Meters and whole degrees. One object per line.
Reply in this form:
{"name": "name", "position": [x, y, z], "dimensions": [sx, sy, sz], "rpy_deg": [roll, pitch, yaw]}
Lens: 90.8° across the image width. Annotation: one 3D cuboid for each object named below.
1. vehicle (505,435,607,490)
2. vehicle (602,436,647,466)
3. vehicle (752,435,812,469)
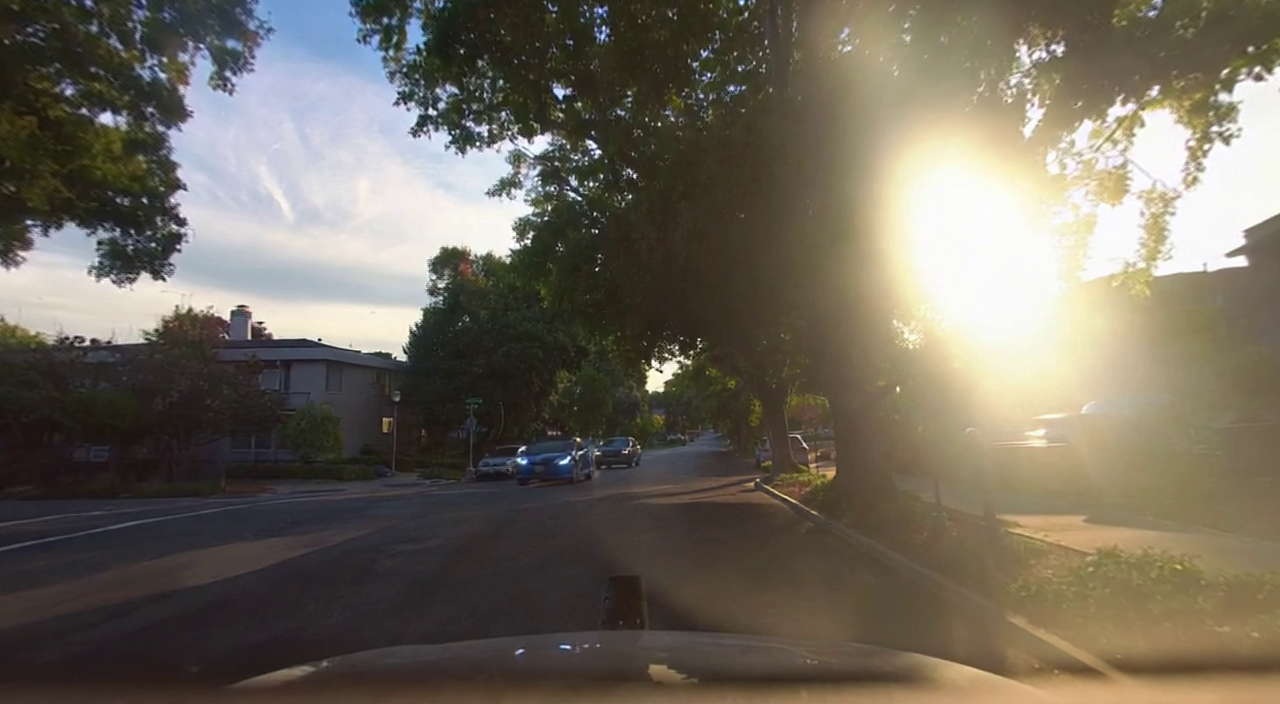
{"name": "vehicle", "position": [-2.491, 3.439, 20.018], "dimensions": [2.056, 1.508, 4.596], "rpy_deg": [-1, -9, 7]}
{"name": "vehicle", "position": [-0.854, 5.939, 37.997], "dimensions": [2.110, 1.651, 4.410], "rpy_deg": [-1, -9, 7]}
{"name": "vehicle", "position": [6.680, 4.744, 30.204], "dimensions": [1.918, 1.461, 4.419], "rpy_deg": [0, -8, 1]}
